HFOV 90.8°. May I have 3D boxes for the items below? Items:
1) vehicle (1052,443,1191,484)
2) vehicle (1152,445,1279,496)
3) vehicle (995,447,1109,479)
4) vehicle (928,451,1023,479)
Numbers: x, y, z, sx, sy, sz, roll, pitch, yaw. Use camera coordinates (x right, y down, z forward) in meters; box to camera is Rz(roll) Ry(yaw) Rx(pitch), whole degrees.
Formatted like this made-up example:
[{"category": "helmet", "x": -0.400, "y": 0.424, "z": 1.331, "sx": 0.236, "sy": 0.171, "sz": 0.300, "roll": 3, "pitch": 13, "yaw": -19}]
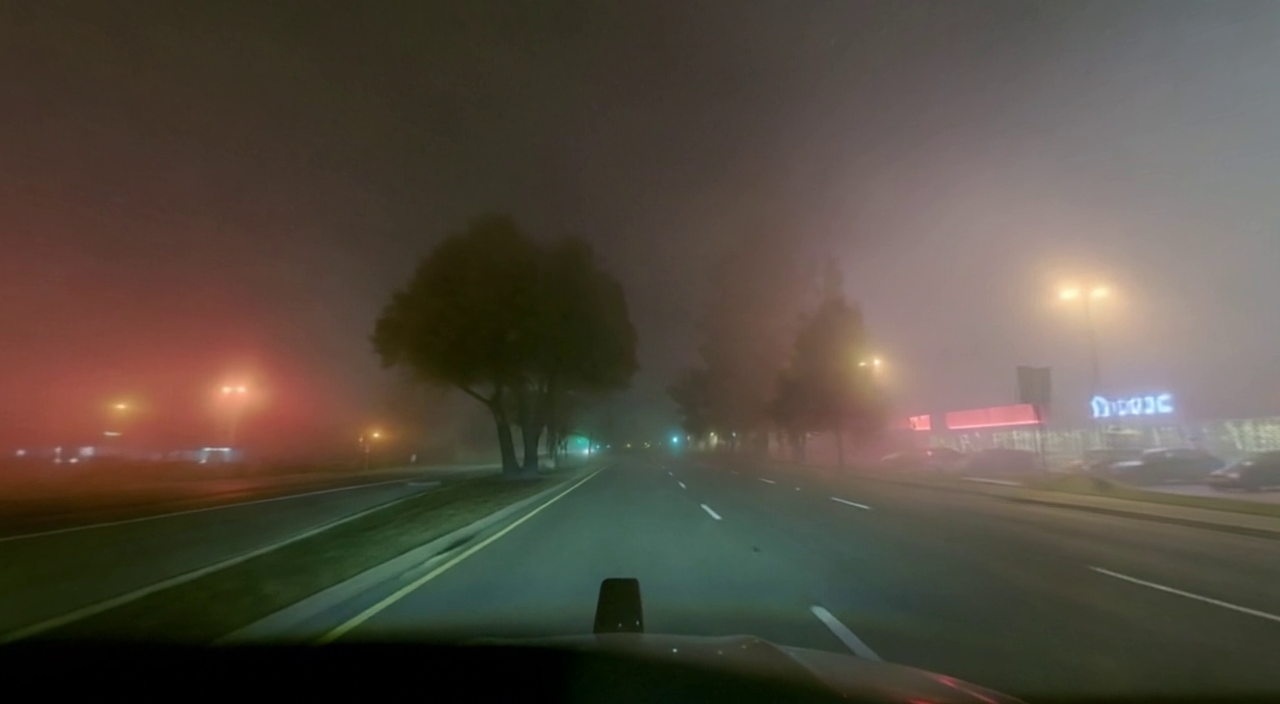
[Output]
[{"category": "vehicle", "x": 20.027, "y": 4.630, "z": 26.427, "sx": 4.222, "sy": 1.610, "sz": 1.948, "roll": 0, "pitch": -9, "yaw": -2}, {"category": "vehicle", "x": 20.356, "y": 3.962, "z": 21.289, "sx": 4.407, "sy": 1.616, "sz": 1.929, "roll": 0, "pitch": -9, "yaw": 2}, {"category": "vehicle", "x": 20.488, "y": 5.529, "z": 31.555, "sx": 4.267, "sy": 1.512, "sz": 1.966, "roll": 0, "pitch": -9, "yaw": 0}, {"category": "vehicle", "x": 19.802, "y": 6.721, "z": 37.410, "sx": 4.403, "sy": 1.436, "sz": 1.918, "roll": -2, "pitch": -13, "yaw": 1}]
